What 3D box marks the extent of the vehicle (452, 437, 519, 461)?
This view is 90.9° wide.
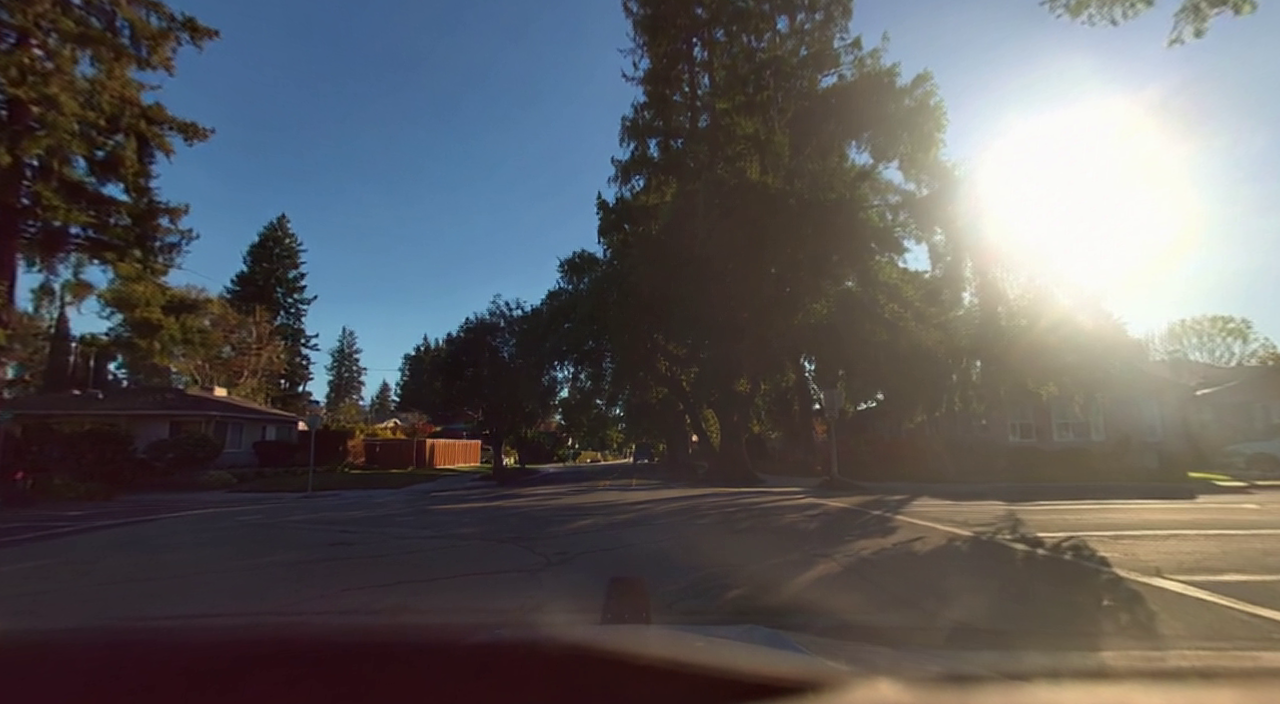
[{"bbox_3d":[-11.736,7.397,48.065,4.622,1.782,1.836,0,-9,1],"label":"vehicle"}]
